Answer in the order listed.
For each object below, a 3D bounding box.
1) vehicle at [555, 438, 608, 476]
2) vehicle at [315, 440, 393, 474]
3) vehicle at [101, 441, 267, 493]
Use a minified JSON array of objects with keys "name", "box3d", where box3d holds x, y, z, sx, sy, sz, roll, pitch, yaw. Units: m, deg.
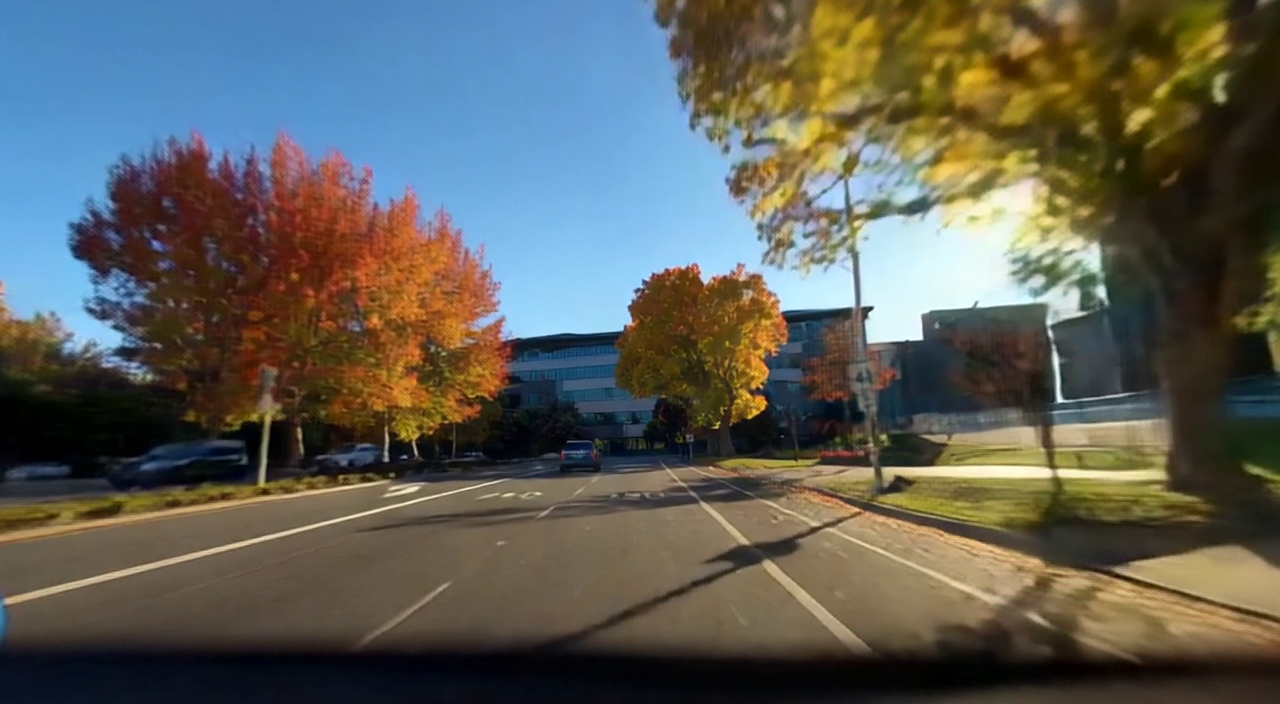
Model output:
[{"name":"vehicle","box3d":[-2.897,5.349,32.167,2.112,1.779,4.489,0,-9,2]},{"name":"vehicle","box3d":[-17.782,6.555,39.528,2.285,1.919,5.335,0,-9,1]},{"name":"vehicle","box3d":[-14.683,3.718,20.695,1.893,1.491,4.711,0,-9,0]}]
